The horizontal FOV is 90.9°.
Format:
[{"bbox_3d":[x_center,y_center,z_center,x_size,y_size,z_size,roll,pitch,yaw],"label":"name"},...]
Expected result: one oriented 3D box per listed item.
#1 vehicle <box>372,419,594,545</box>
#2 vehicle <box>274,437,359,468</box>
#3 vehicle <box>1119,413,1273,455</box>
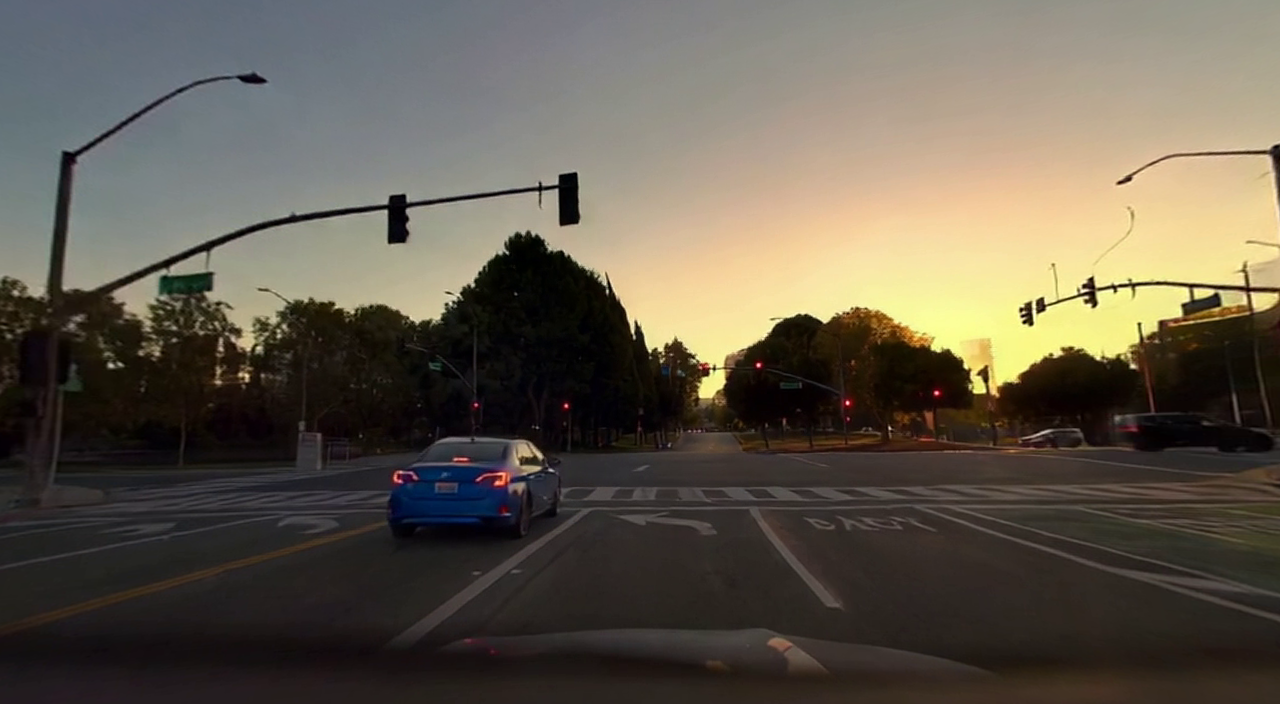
[{"bbox_3d":[-2.189,1.962,10.162,2.055,1.573,4.065,-1,-8,8],"label":"vehicle"},{"bbox_3d":[-18.378,5.680,35.872,3.952,1.568,1.788,-3,-7,8],"label":"vehicle"},{"bbox_3d":[23.277,3.496,26.563,4.406,1.661,1.857,-1,-8,8],"label":"vehicle"}]
